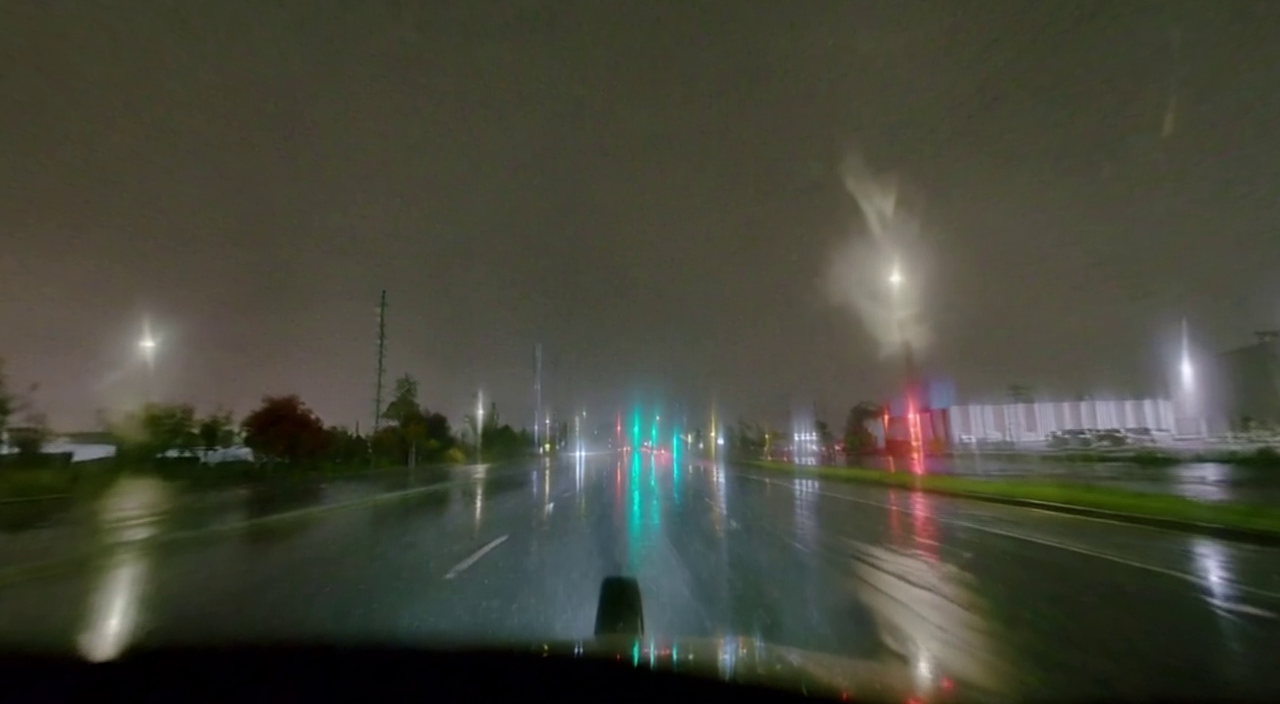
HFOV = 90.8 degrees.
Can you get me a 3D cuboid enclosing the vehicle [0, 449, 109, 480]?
[{"bbox_3d":[-45.169,8.493,47.966,6.764,2.228,2.967,1,-9,-3],"label":"vehicle"}]
